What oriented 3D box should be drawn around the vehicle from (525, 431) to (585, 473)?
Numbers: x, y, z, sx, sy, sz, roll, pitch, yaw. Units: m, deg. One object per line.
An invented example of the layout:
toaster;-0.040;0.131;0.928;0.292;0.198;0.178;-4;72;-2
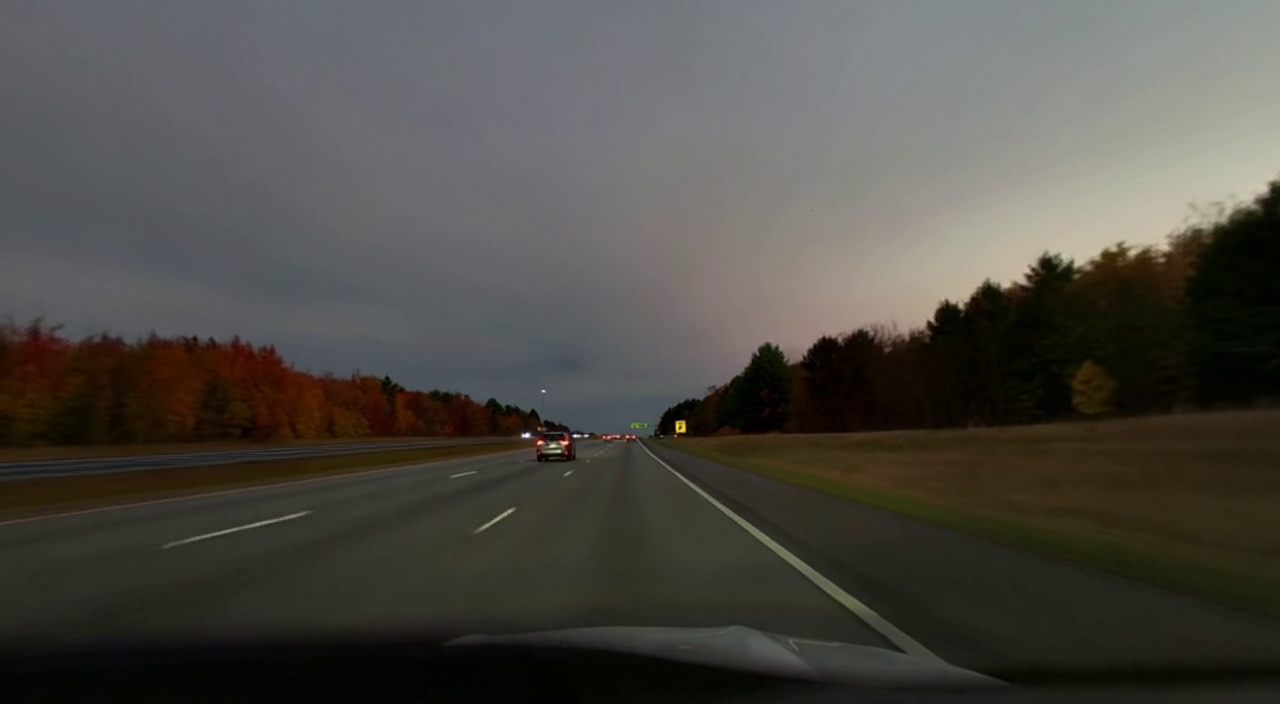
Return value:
vehicle;-3.594;4.304;27.385;2.057;1.666;4.552;0;-8;-1
